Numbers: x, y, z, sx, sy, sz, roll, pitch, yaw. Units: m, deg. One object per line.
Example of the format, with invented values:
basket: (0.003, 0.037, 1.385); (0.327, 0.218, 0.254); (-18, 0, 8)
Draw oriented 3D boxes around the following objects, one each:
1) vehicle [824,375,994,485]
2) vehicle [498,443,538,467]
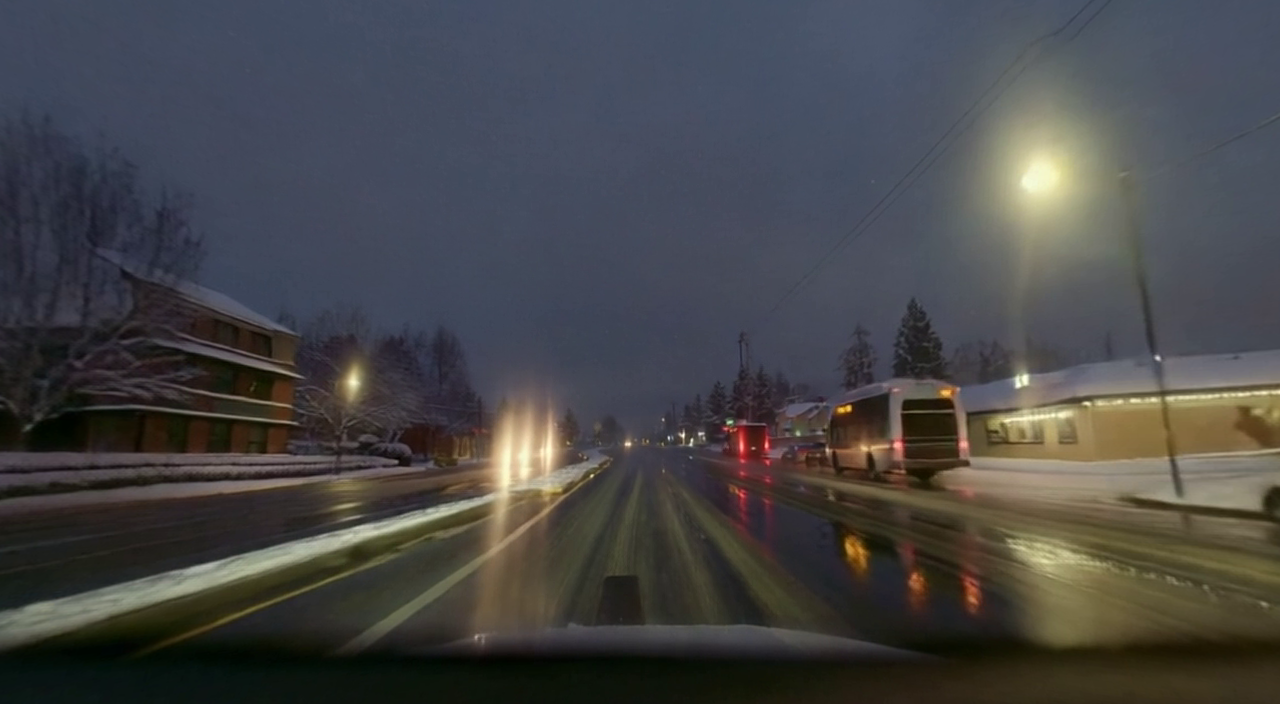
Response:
vehicle: (9.921, 3.090, 24.596); (2.897, 3.584, 7.857); (0, -8, -2)
vehicle: (-8.984, 7.580, 46.855); (1.939, 1.643, 4.975); (0, -8, 1)
